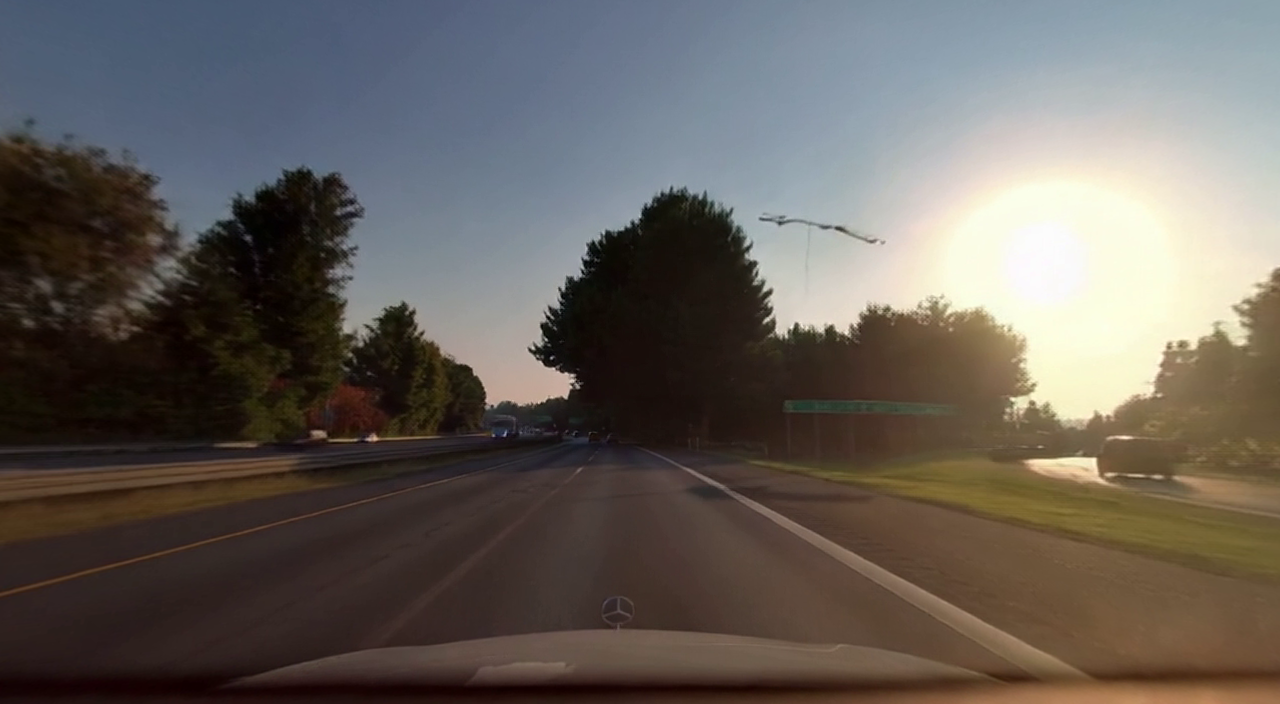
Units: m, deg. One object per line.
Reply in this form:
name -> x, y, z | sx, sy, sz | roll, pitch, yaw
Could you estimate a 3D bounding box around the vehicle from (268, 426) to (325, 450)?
vehicle -> -23.117, 5.795, 42.551 | 1.845, 1.495, 4.167 | 1, -8, -6
